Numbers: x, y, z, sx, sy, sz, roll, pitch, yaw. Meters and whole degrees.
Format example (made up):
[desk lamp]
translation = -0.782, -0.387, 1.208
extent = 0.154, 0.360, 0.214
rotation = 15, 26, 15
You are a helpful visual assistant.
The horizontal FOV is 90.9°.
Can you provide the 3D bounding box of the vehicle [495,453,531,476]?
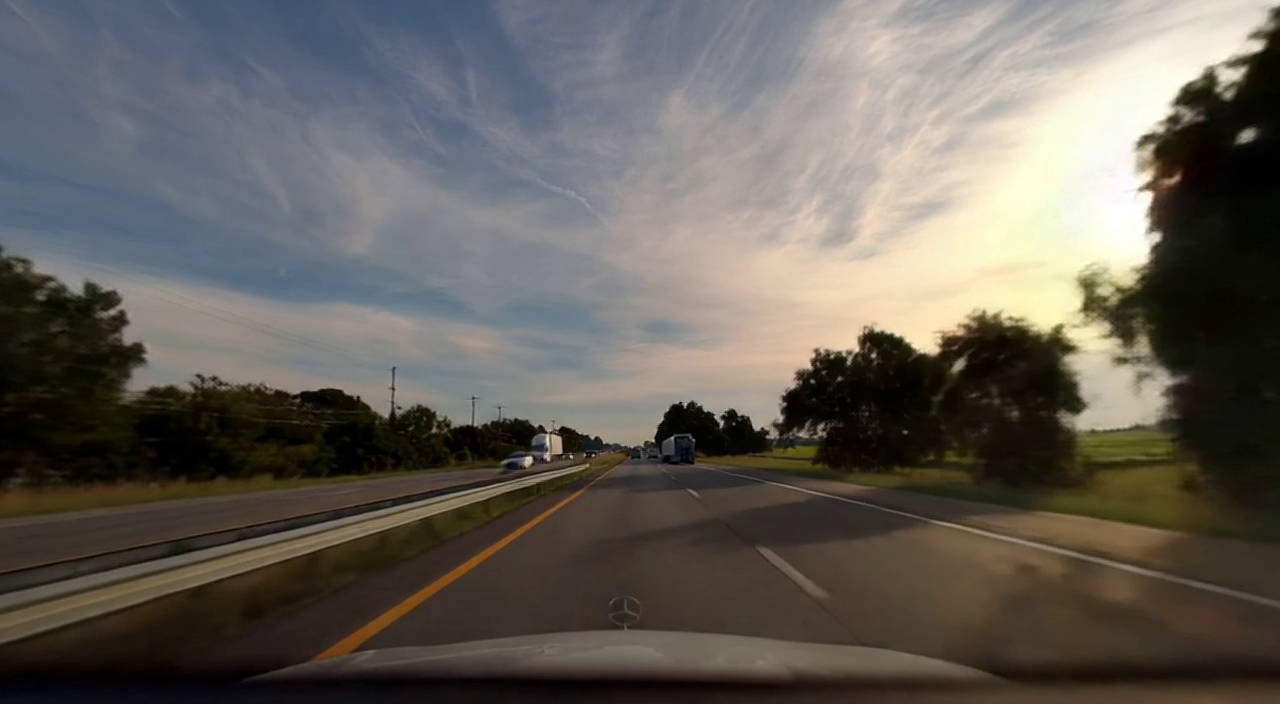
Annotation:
[vehicle]
translation = -8.959, 7.942, 44.687
extent = 1.848, 1.478, 3.697
rotation = 0, -9, 0
